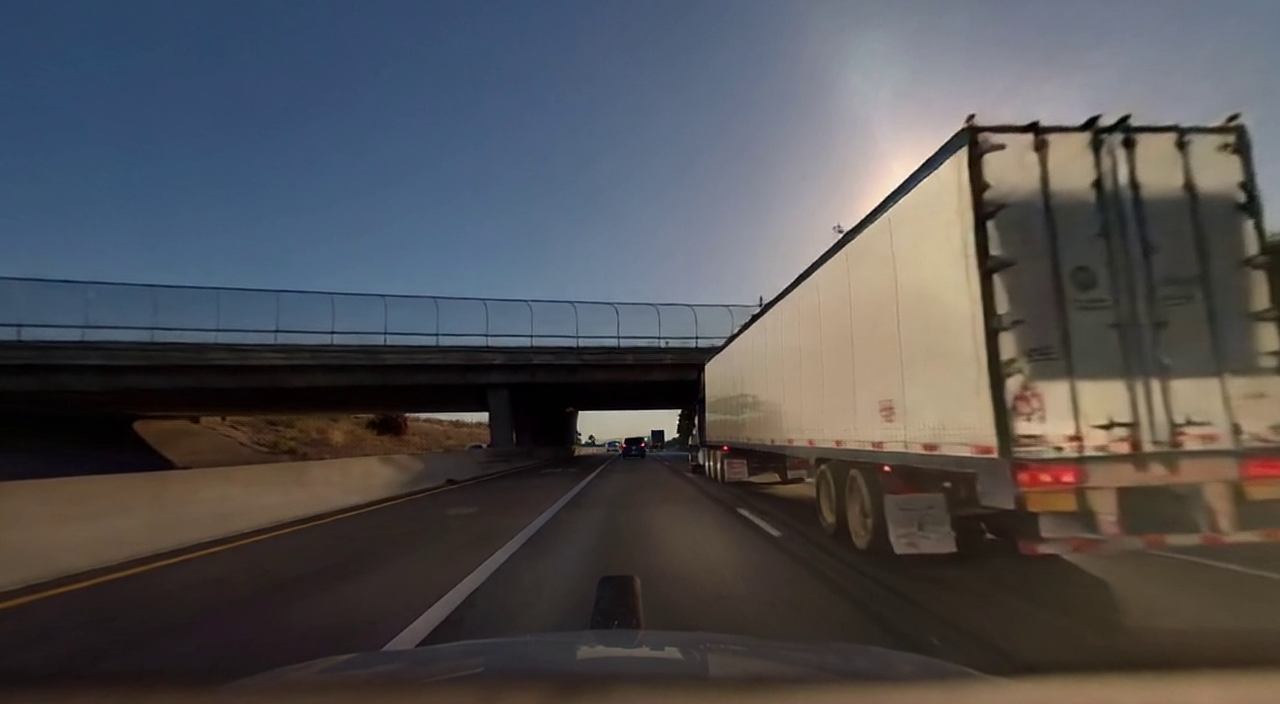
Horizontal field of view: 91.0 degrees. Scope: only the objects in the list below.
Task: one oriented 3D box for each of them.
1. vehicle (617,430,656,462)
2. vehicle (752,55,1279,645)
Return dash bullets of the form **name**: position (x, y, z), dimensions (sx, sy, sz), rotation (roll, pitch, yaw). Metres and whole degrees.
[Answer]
- **vehicle**: position (-0.271, 6.333, 42.698), dimensions (2.456, 2.007, 4.728), rotation (-1, -8, -1)
- **vehicle**: position (3.872, 0.454, 8.498), dimensions (2.967, 3.961, 8.660), rotation (-1, -8, -1)
